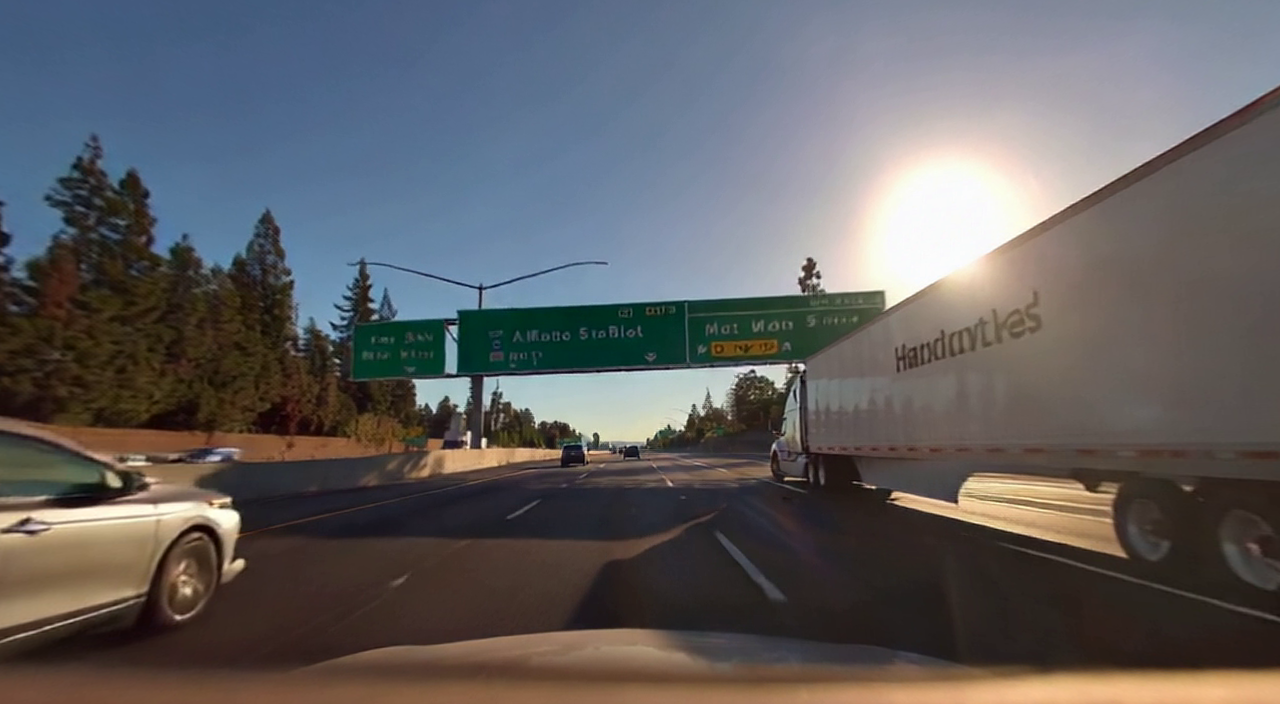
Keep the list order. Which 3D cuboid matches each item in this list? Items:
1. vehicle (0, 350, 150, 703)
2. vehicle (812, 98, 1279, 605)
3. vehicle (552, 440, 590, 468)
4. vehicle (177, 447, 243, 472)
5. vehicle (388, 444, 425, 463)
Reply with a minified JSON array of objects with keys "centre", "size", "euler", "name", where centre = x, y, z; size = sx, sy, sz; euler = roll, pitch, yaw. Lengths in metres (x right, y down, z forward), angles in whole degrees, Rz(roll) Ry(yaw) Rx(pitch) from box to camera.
[{"centre":[-3.973,0.586,1.359],"size":[2.084,1.634,4.693],"euler":[0,-9,-1],"name":"vehicle"},{"centre":[6.745,0.838,10.845],"size":[2.919,4.195,15.833],"euler":[0,-9,-1],"name":"vehicle"},{"centre":[-4.387,6.561,40.733],"size":[2.027,1.651,4.099],"euler":[0,-9,0],"name":"vehicle"},{"centre":[-25.656,6.418,37.843],"size":[1.550,1.378,3.425],"euler":[0,-9,-1],"name":"vehicle"},{"centre":[-18.020,7.847,48.949],"size":[1.554,1.383,3.328],"euler":[0,-9,0],"name":"vehicle"}]
